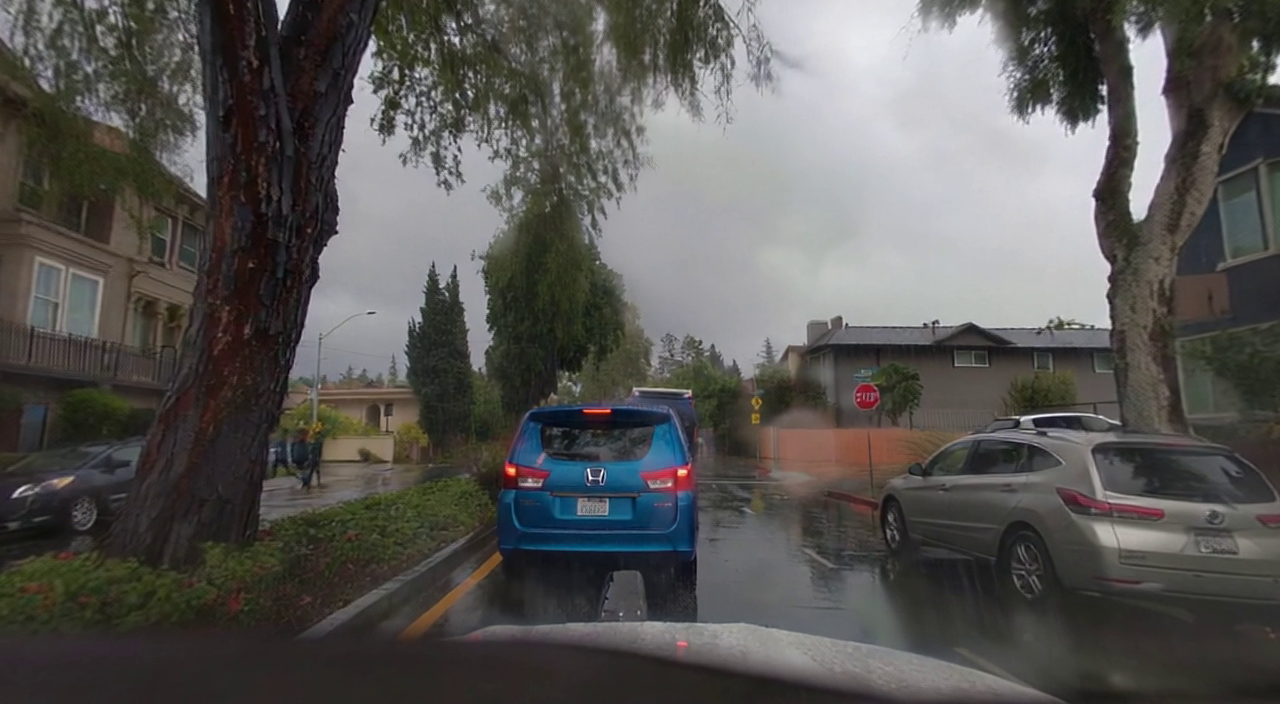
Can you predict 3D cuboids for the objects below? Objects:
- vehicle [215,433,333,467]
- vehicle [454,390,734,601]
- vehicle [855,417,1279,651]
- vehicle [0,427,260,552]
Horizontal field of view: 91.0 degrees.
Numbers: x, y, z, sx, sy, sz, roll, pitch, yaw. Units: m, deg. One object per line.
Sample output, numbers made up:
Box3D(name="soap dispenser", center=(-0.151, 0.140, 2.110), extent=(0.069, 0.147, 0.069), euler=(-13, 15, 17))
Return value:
Box3D(name="vehicle", center=(-17.177, 4.621, 29.702), extent=(4.387, 1.495, 1.811), euler=(1, -8, -3))
Box3D(name="vehicle", center=(-0.402, 1.569, 7.768), extent=(2.377, 1.787, 4.652), euler=(0, -8, 0))
Box3D(name="vehicle", center=(4.217, 1.680, 6.908), extent=(1.959, 1.581, 4.731), euler=(4, -9, -2))
Box3D(name="vehicle", center=(-8.293, 2.020, 10.055), extent=(1.825, 1.532, 4.083), euler=(-3, -7, 2))
